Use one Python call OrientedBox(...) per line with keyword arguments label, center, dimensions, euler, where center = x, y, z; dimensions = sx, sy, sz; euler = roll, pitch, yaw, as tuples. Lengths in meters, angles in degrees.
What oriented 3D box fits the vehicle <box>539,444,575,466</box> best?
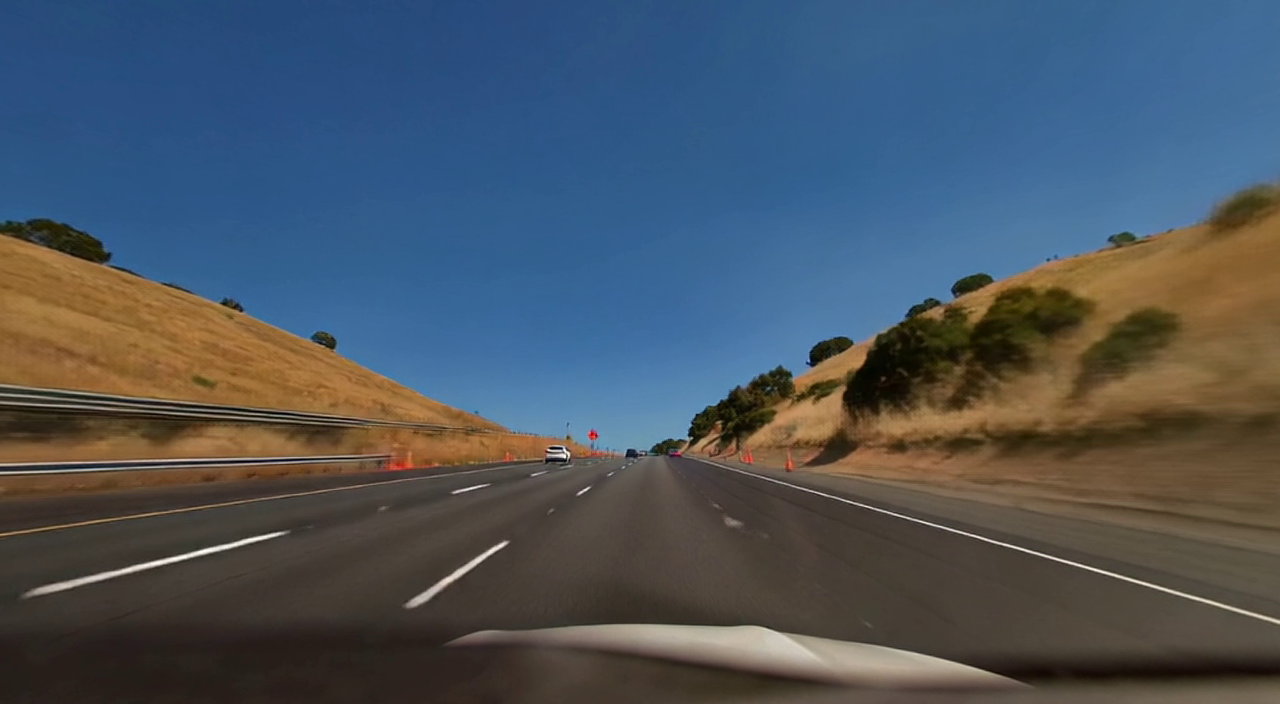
OrientedBox(label="vehicle", center=(-6.169, 7.697, 47.165), dimensions=(2.042, 1.585, 4.162), euler=(0, -9, 1))
